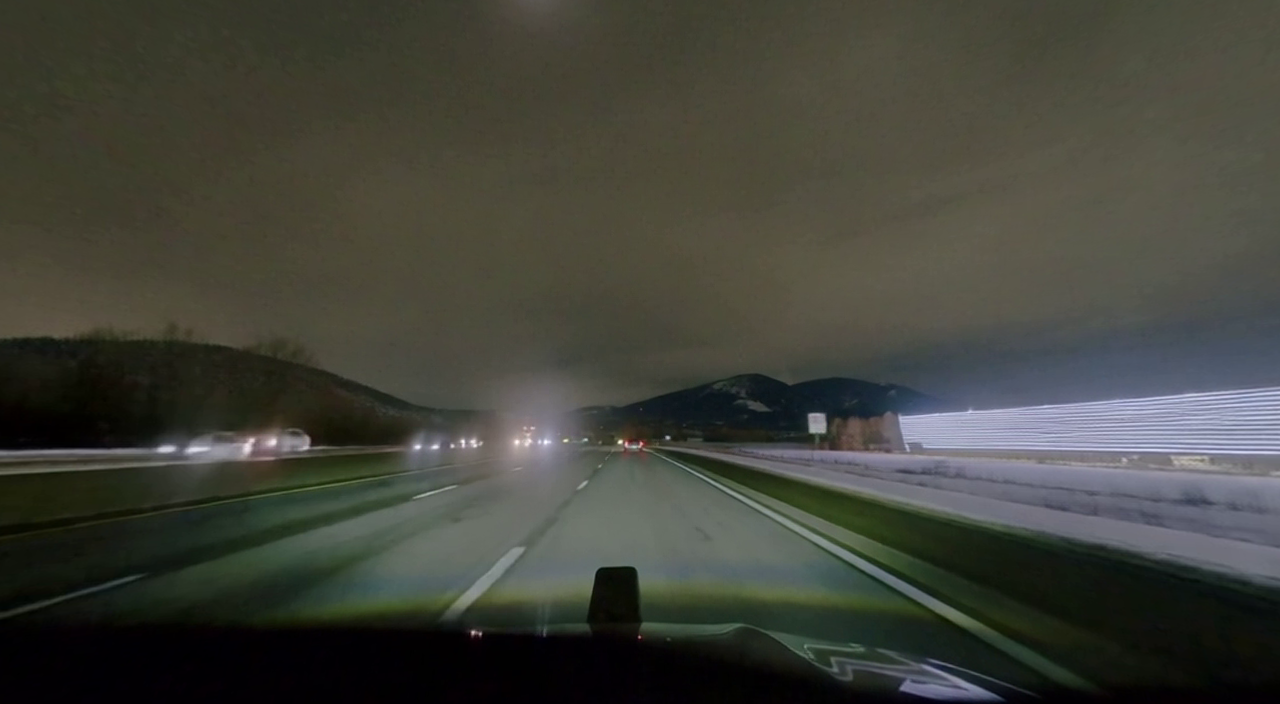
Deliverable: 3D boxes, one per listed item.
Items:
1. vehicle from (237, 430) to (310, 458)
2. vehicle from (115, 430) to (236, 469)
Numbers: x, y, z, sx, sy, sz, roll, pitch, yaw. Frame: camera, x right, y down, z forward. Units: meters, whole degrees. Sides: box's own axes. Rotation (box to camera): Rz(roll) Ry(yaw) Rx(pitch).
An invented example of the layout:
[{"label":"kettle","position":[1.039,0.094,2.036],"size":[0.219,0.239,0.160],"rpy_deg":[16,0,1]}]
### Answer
[{"label":"vehicle","position":[-23.563,5.913,40.632],"size":[2.043,1.668,4.438],"rpy_deg":[0,-8,-1]},{"label":"vehicle","position":[-19.416,4.059,26.550],"size":[1.857,1.497,4.322],"rpy_deg":[0,-8,-1]}]
